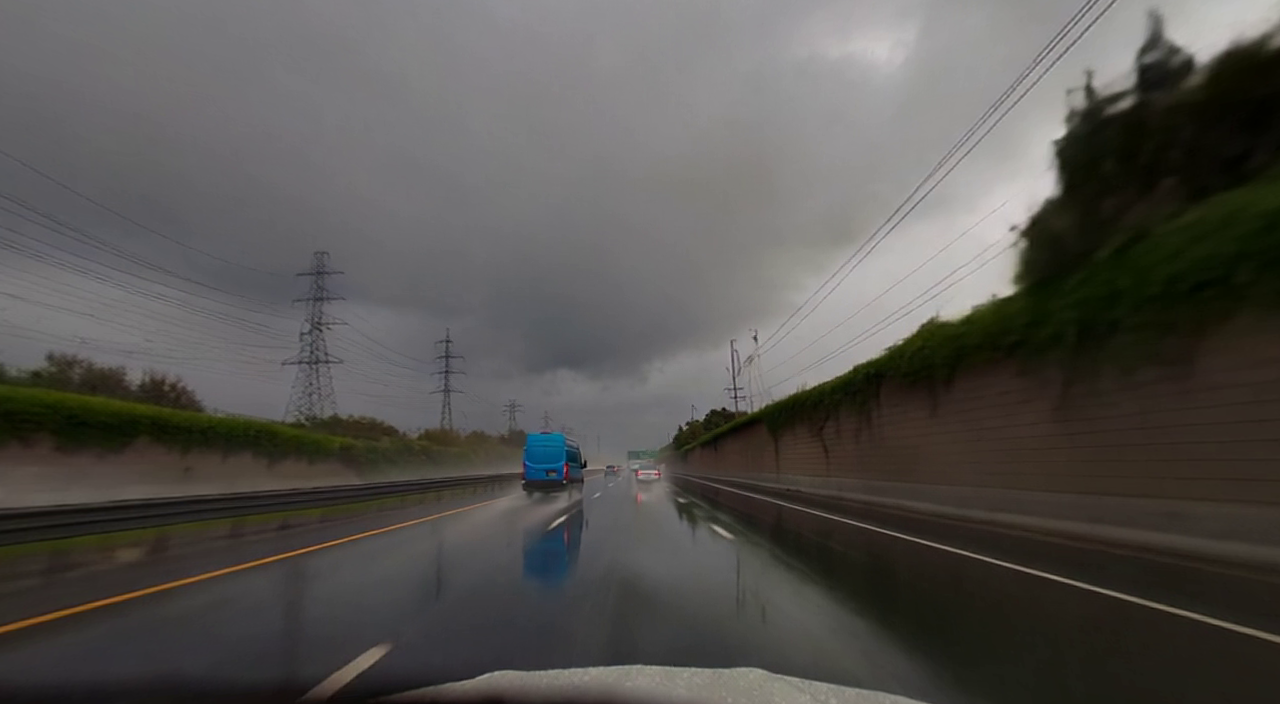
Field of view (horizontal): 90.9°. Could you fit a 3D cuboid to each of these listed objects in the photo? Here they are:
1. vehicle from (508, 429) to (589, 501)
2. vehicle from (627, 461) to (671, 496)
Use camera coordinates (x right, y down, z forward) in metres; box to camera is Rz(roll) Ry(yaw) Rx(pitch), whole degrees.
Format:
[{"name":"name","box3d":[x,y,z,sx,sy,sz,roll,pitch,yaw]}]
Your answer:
[{"name":"vehicle","box3d":[-3.674,4.810,26.829,2.394,2.609,6.875,1,-10,0]},{"name":"vehicle","box3d":[0.407,6.116,30.705,2.006,1.554,3.863,1,-10,0]}]
